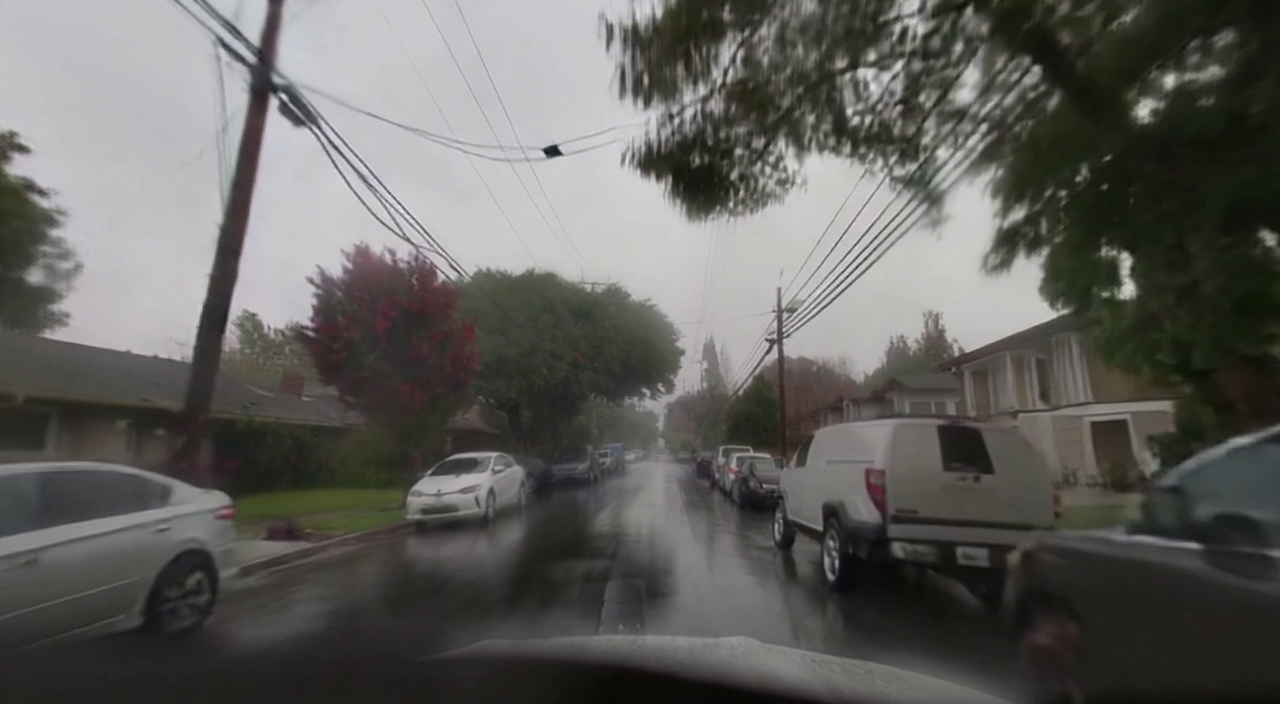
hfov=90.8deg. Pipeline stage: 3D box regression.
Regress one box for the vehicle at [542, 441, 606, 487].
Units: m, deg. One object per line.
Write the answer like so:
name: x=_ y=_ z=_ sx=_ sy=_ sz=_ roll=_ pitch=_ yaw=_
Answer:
vehicle: x=-2.982 y=5.188 z=29.710 sx=2.280 sy=1.953 sz=5.092 roll=-1 pitch=-8 yaw=2

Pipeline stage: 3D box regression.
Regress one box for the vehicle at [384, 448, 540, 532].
vehicle: x=-3.754 y=2.977 z=14.343 sx=1.988 sy=1.541 sz=4.686 roll=-1 pitch=-8 yaw=3

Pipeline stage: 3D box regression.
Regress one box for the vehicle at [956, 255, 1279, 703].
vehicle: x=2.635 y=0.589 z=1.007 sx=1.992 sy=1.853 sz=4.704 roll=-1 pitch=-8 yaw=3

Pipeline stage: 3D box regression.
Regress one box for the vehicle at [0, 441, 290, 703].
vehicle: x=-4.267 y=1.294 z=3.628 sx=1.796 sy=1.532 sz=4.244 roll=-1 pitch=-8 yaw=5
